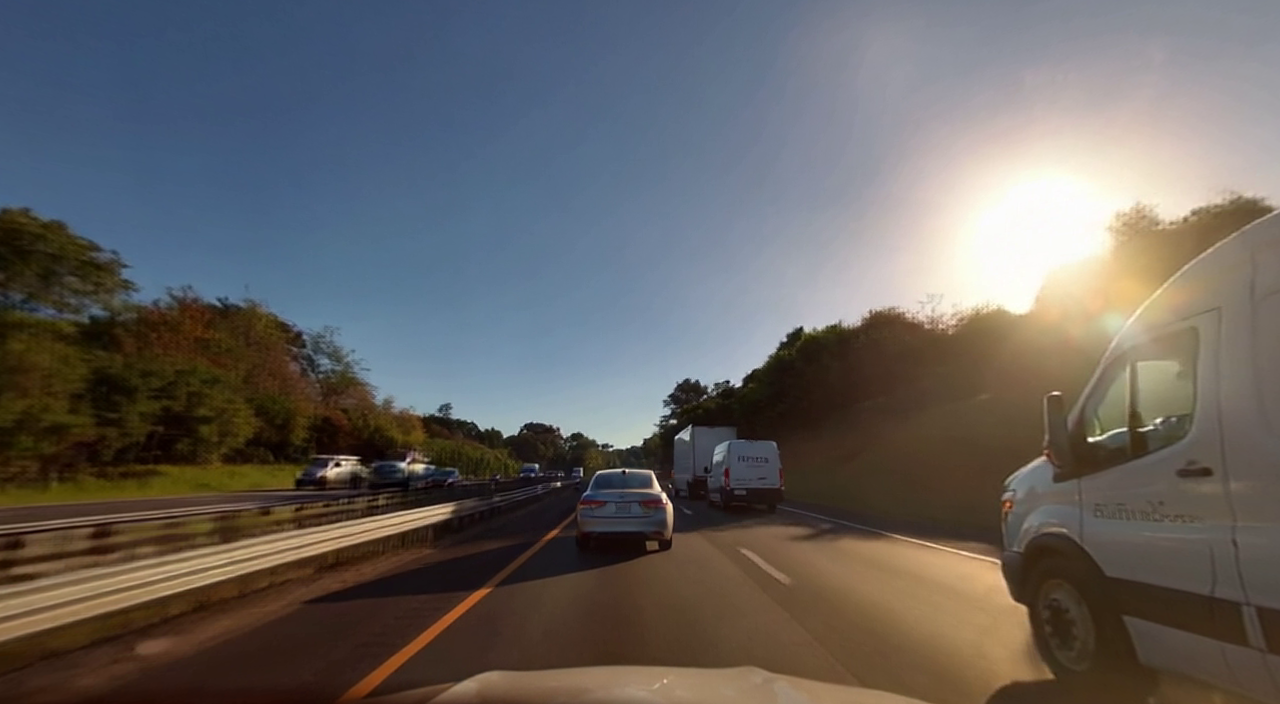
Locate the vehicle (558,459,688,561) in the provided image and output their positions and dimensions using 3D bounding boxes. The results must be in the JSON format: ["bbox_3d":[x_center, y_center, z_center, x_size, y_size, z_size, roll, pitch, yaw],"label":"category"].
[{"bbox_3d":[-0.278,2.733,11.351,1.980,1.493,3.410,1,-11,-1],"label":"vehicle"}]

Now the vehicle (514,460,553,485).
[{"bbox_3d":[-7.286,8.341,43.479,2.012,1.601,4.042,1,-11,-1],"label":"vehicle"}]

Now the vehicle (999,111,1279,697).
[{"bbox_3d":[5.571,0.031,2.418,2.890,3.726,9.269,1,-11,0],"label":"vehicle"}]

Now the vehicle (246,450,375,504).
[{"bbox_3d":[-10.337,3.972,20.170,1.872,1.510,4.266,1,-11,-1],"label":"vehicle"}]

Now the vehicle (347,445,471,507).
[{"bbox_3d":[-6.830,3.769,19.243,2.069,1.628,4.479,1,-11,0],"label":"vehicle"}]

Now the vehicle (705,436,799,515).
[{"bbox_3d":[3.950,4.549,23.402,2.328,2.537,5.290,1,-11,-2],"label":"vehicle"}]
